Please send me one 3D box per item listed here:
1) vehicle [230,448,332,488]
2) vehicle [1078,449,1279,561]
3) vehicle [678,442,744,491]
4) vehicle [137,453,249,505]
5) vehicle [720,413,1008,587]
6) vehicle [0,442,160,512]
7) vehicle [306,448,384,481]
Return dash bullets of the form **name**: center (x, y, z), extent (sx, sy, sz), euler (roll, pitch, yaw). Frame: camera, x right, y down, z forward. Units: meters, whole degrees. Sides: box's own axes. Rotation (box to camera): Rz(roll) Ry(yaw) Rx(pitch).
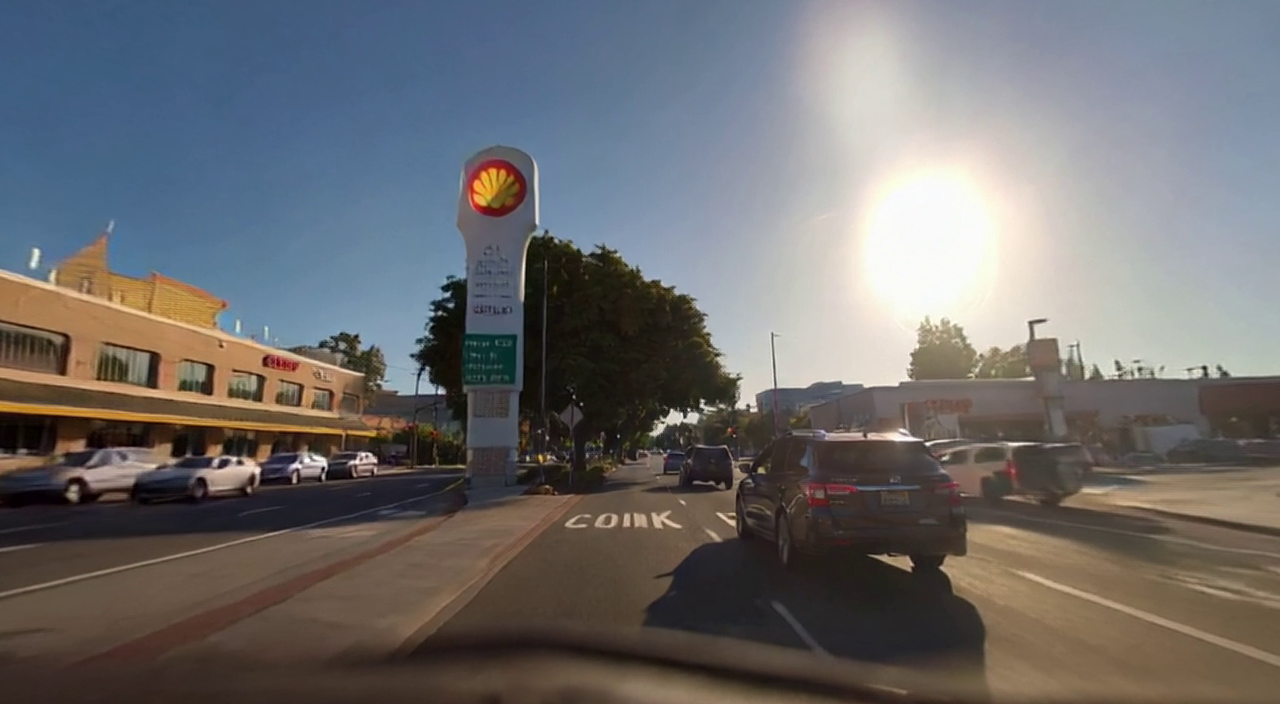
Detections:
- **vehicle**: center (-18.001, 5.819, 31.919), extent (2.129, 1.843, 5.067), euler (0, -9, 1)
- **vehicle**: center (9.907, 2.336, 10.068), extent (2.036, 1.525, 5.135), euler (0, -9, -1)
- **vehicle**: center (2.612, 4.315, 24.125), extent (1.999, 1.679, 4.217), euler (0, -9, -1)
- **vehicle**: center (-15.437, 4.340, 22.060), extent (2.290, 1.519, 4.860), euler (4, -10, -25)
- **vehicle**: center (2.546, 1.849, 8.772), extent (2.183, 1.720, 4.842), euler (0, -9, 0)
- **vehicle**: center (-17.931, 3.834, 19.880), extent (1.930, 1.935, 4.567), euler (0, -9, -1)
- **vehicle**: center (-17.859, 6.809, 38.457), extent (2.263, 1.887, 5.170), euler (0, -9, -1)
